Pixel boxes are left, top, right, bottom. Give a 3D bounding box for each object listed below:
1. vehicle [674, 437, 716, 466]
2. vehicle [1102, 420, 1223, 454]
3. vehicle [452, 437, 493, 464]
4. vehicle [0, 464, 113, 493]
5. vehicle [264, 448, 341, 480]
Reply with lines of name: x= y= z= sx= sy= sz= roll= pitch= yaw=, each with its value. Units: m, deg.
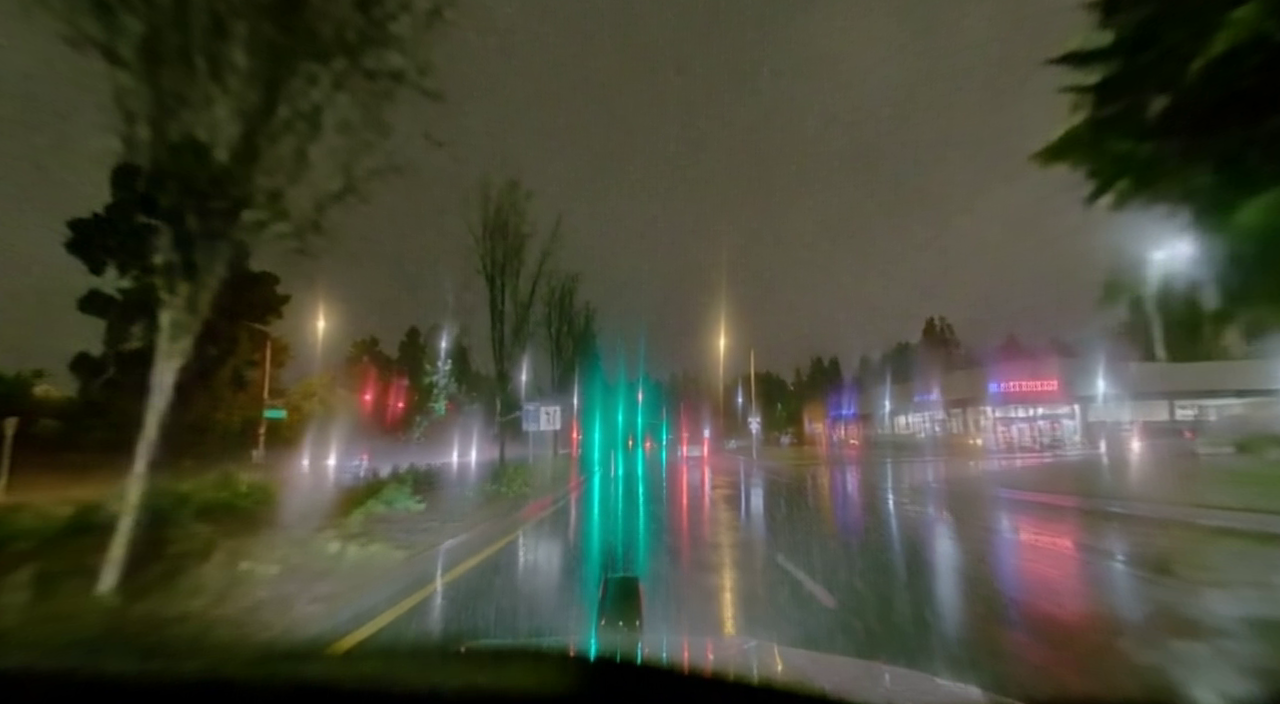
vehicle: x=3.162 y=5.859 z=37.339 sx=1.961 sy=1.580 sz=4.020 roll=0 pitch=-8 yaw=-2
vehicle: x=30.963 y=5.057 z=37.544 sx=5.373 sy=1.958 sz=2.152 roll=0 pitch=-8 yaw=-3
vehicle: x=-11.908 y=7.012 z=45.221 sx=1.953 sy=1.761 sz=4.702 roll=1 pitch=-8 yaw=-4
vehicle: x=-32.010 y=6.917 z=34.618 sx=4.350 sy=1.465 sz=1.922 roll=1 pitch=-8 yaw=-7
vehicle: x=-18.542 y=6.138 z=34.963 sx=1.827 sy=1.546 sz=4.506 roll=0 pitch=-8 yaw=-1
